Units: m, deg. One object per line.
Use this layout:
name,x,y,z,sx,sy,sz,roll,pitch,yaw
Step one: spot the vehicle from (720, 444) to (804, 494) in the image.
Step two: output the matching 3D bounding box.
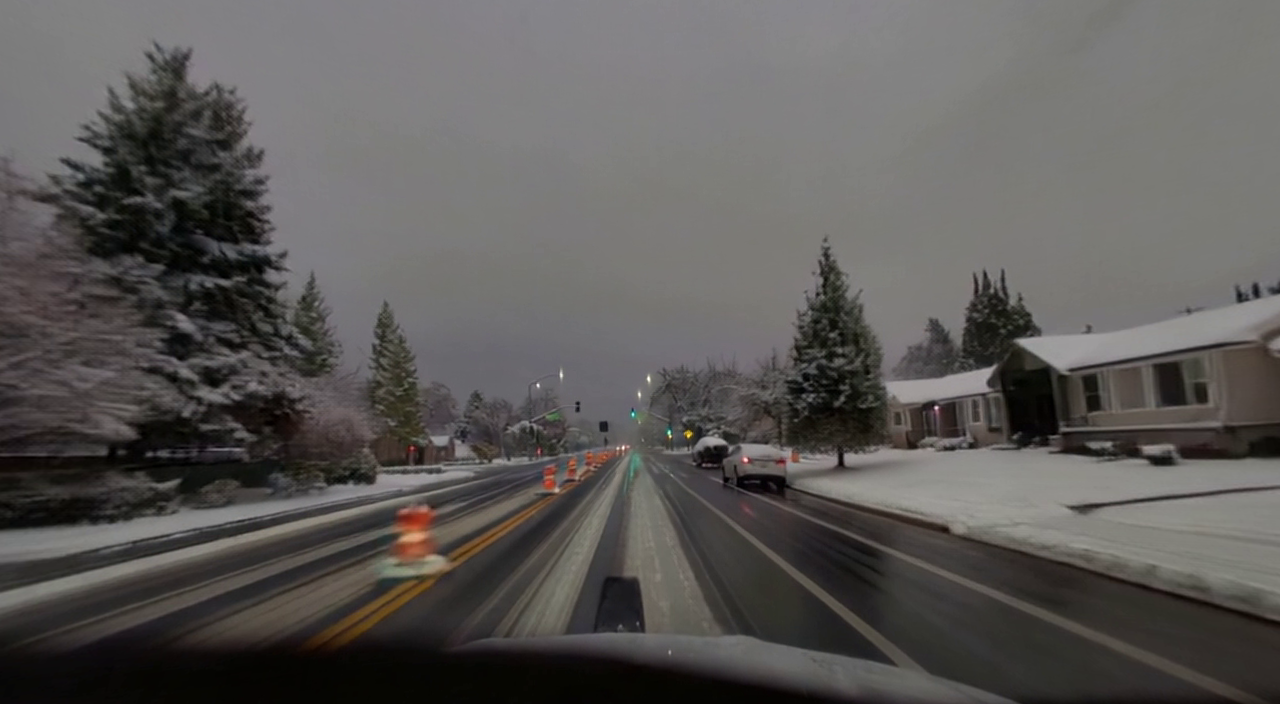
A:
vehicle,3.807,3.714,20.509,1.870,1.441,4.539,0,-8,1

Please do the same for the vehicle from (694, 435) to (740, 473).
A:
vehicle,4.095,5.480,34.168,2.241,1.935,3.270,-1,-8,4
